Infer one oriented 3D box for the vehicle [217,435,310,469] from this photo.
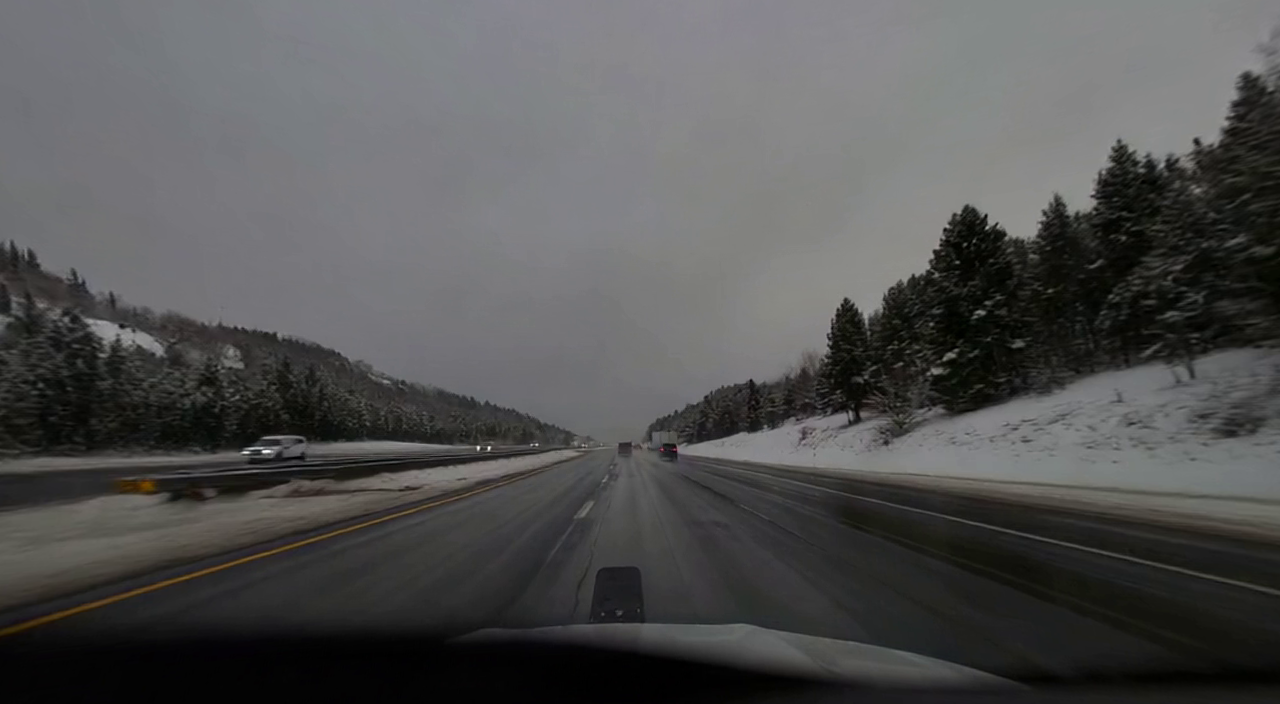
[{"bbox_3d":[-20.334,5.412,34.312,2.064,1.686,4.749,0,-8,1],"label":"vehicle"}]
